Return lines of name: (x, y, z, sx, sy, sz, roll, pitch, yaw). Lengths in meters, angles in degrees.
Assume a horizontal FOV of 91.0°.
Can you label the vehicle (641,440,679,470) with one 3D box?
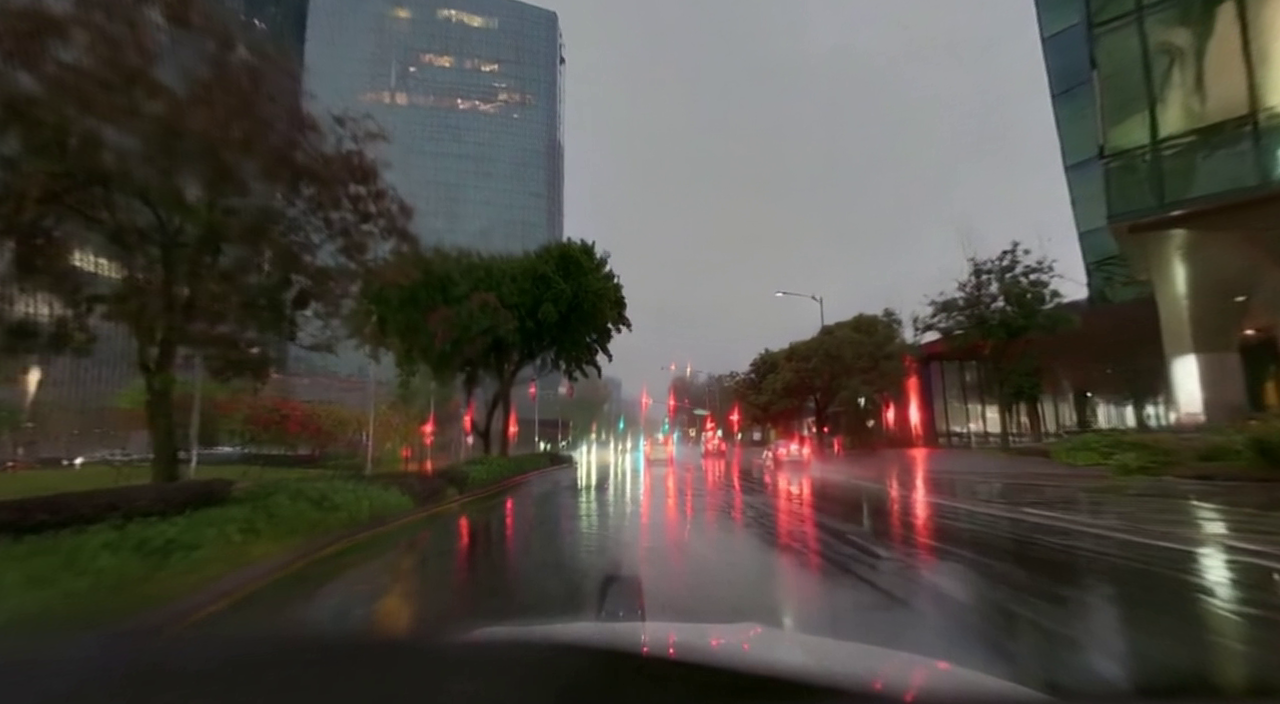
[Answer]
vehicle: (1.194, 6.092, 37.579, 2.092, 1.660, 4.319, 0, -8, 2)
